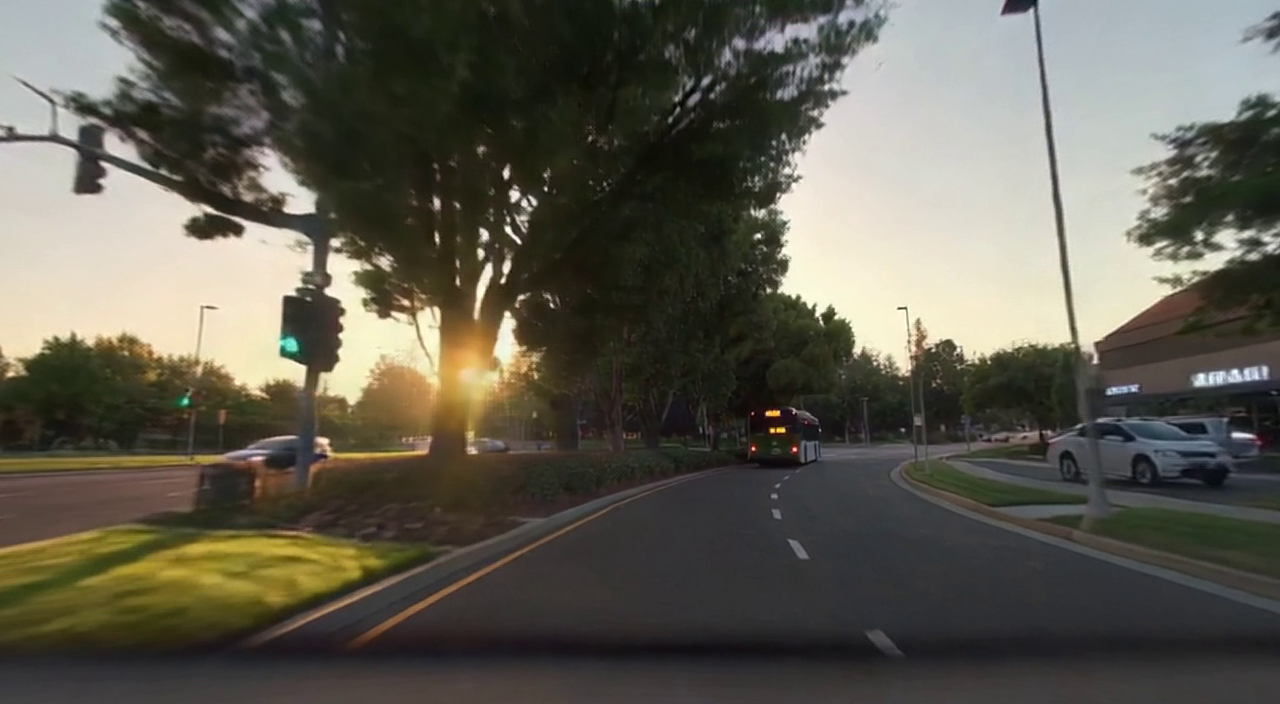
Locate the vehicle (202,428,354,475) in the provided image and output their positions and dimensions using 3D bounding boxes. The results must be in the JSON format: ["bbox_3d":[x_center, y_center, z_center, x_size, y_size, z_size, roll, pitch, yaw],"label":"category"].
[{"bbox_3d":[-13.680,3.806,24.158,2.054,1.607,4.615,-4,-9,25],"label":"vehicle"}]

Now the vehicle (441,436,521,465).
[{"bbox_3d":[-8.744,5.487,35.115,1.887,1.494,4.443,-4,-10,25],"label":"vehicle"}]

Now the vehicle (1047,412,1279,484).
[{"bbox_3d":[15.821,2.831,18.605,5.856,1.945,2.183,-3,-9,16],"label":"vehicle"}]

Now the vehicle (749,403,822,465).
[{"bbox_3d":[9.654,5.374,40.580,3.031,3.429,11.005,-3,-9,20],"label":"vehicle"}]
